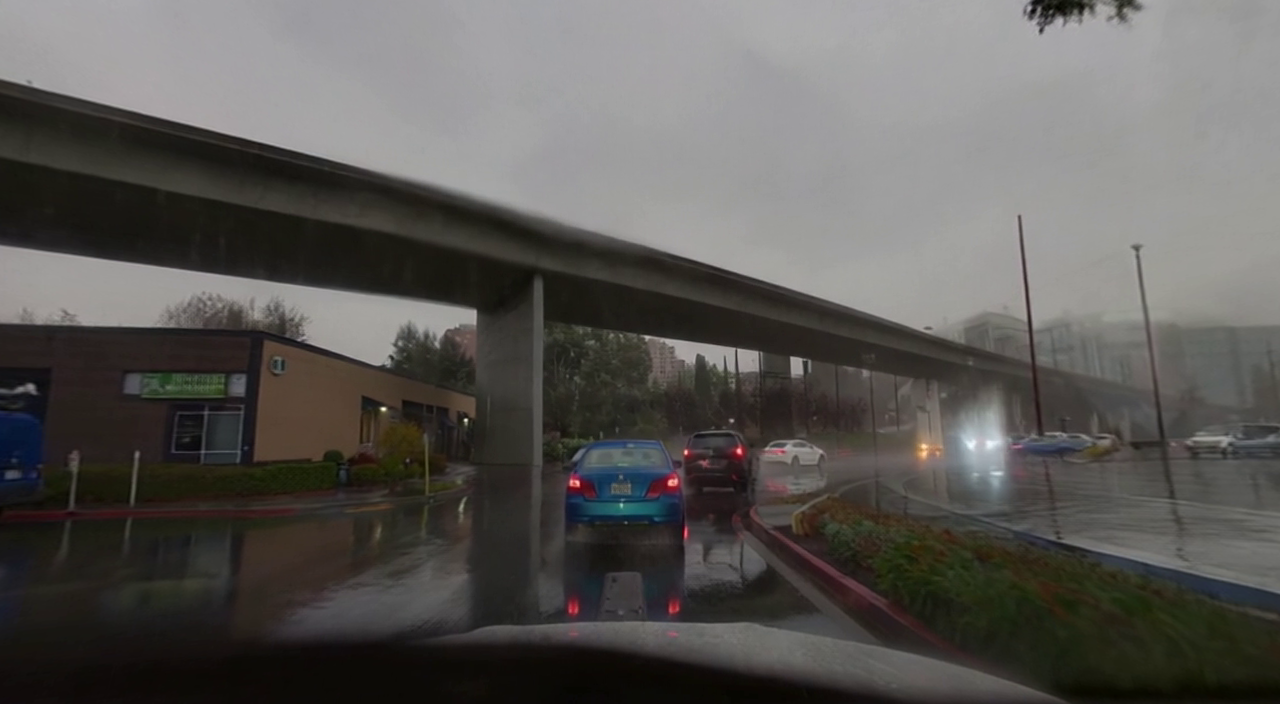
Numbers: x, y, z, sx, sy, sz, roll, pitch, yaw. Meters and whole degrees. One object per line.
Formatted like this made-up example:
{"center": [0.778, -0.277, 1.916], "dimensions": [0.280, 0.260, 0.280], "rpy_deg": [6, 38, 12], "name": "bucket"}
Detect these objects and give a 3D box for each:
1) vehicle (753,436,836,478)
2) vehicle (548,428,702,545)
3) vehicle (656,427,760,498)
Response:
{"center": [7.256, 4.853, 29.479], "dimensions": [1.995, 1.762, 4.310], "rpy_deg": [-7, -11, 39], "name": "vehicle"}
{"center": [-0.110, 2.186, 10.975], "dimensions": [2.087, 1.578, 4.652], "rpy_deg": [-1, -9, 2], "name": "vehicle"}
{"center": [2.279, 3.381, 19.736], "dimensions": [2.241, 1.885, 4.771], "rpy_deg": [-3, -9, 18], "name": "vehicle"}
